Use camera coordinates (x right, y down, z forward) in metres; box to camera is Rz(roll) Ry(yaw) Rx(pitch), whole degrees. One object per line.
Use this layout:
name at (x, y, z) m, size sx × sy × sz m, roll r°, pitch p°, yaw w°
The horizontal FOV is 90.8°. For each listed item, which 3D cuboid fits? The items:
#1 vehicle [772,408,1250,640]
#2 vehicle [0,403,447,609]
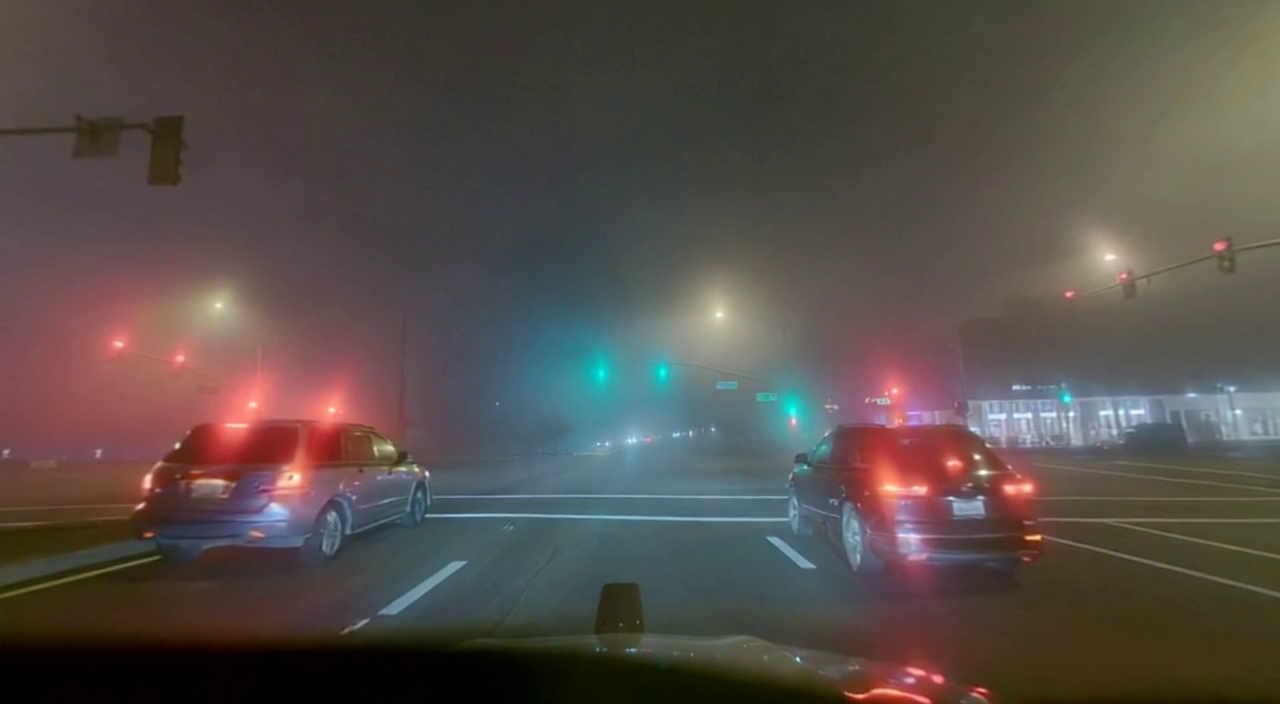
vehicle at (2.955, 1.490, 6.610) m, size 2.130 × 1.524 × 4.722 m, roll 0°, pitch -8°, yaw 0°
vehicle at (-3.892, 1.487, 7.044) m, size 1.973 × 1.526 × 4.533 m, roll 0°, pitch -8°, yaw 1°
